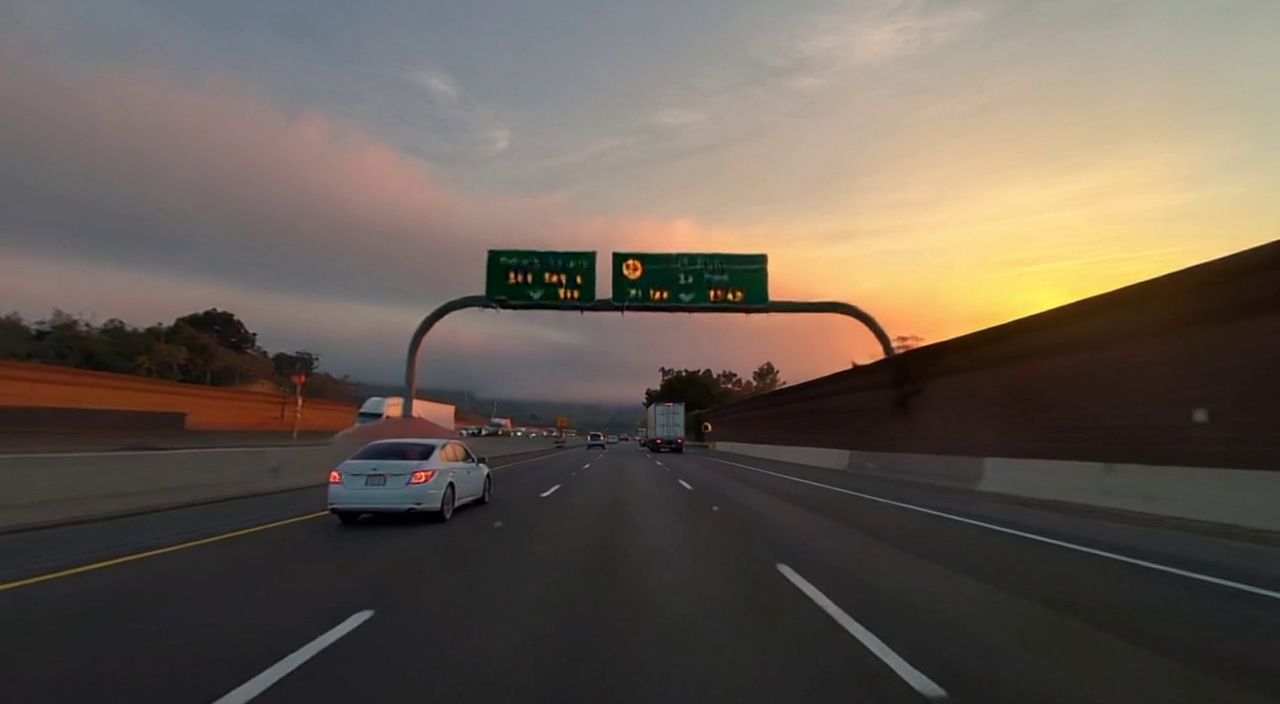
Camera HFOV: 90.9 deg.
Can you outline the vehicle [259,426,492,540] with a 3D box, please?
[{"bbox_3d":[-3.931,1.979,10.359,1.971,1.444,4.401,0,-8,-1],"label":"vehicle"}]
